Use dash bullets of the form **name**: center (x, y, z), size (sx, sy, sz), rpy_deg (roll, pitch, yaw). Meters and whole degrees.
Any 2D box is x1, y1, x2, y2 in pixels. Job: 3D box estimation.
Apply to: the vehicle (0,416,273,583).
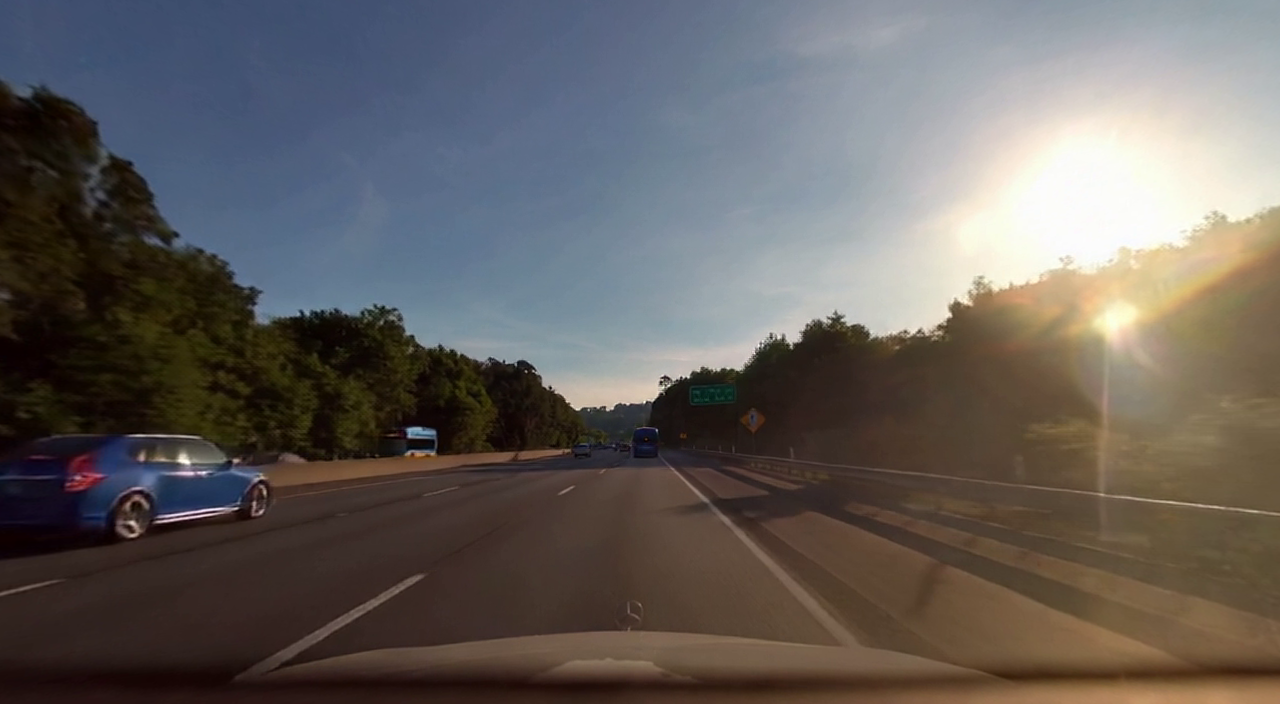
- **vehicle**: center (-7.507, 1.826, 8.661), size (2.080, 1.674, 4.660), rpy_deg (0, -8, 1)
